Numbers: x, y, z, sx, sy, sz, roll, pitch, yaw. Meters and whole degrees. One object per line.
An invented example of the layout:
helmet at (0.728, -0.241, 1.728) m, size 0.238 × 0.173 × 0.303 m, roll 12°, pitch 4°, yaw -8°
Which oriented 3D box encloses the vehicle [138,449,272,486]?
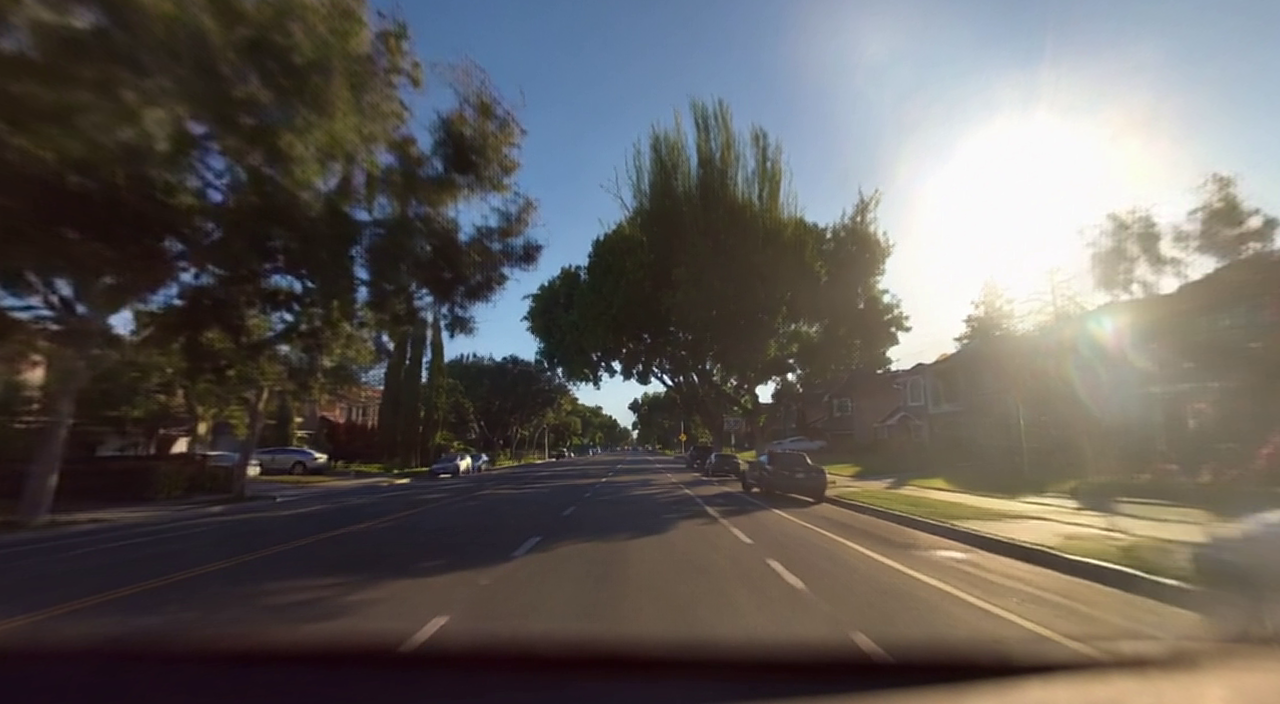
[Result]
vehicle at (-19.220, 5.104, 28.065) m, size 4.446 × 1.534 × 2.018 m, roll 0°, pitch -9°, yaw 2°

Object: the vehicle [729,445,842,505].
vehicle at (4.108, 3.539, 18.698) m, size 1.997 × 1.510 × 4.555 m, roll 0°, pitch -9°, yaw -4°

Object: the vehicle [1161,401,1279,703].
vehicle at (4.036, 0.788, 1.262) m, size 1.999 × 1.615 × 4.513 m, roll 0°, pitch -9°, yaw -2°

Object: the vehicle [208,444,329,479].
vehicle at (-20.088, 5.915, 34.313) m, size 5.216 × 1.780 × 2.045 m, roll 0°, pitch -9°, yaw -1°

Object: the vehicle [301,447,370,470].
vehicle at (-23.731, 8.282, 49.316) m, size 4.304 × 1.755 × 2.047 m, roll 0°, pitch -9°, yaw -1°

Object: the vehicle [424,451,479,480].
vehicle at (-10.935, 6.573, 36.884) m, size 1.895 × 1.551 × 4.229 m, roll 0°, pitch -9°, yaw 0°

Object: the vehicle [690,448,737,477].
vehicle at (3.995, 6.054, 34.979) m, size 2.002 × 1.493 × 4.652 m, roll 0°, pitch -9°, yaw 0°
